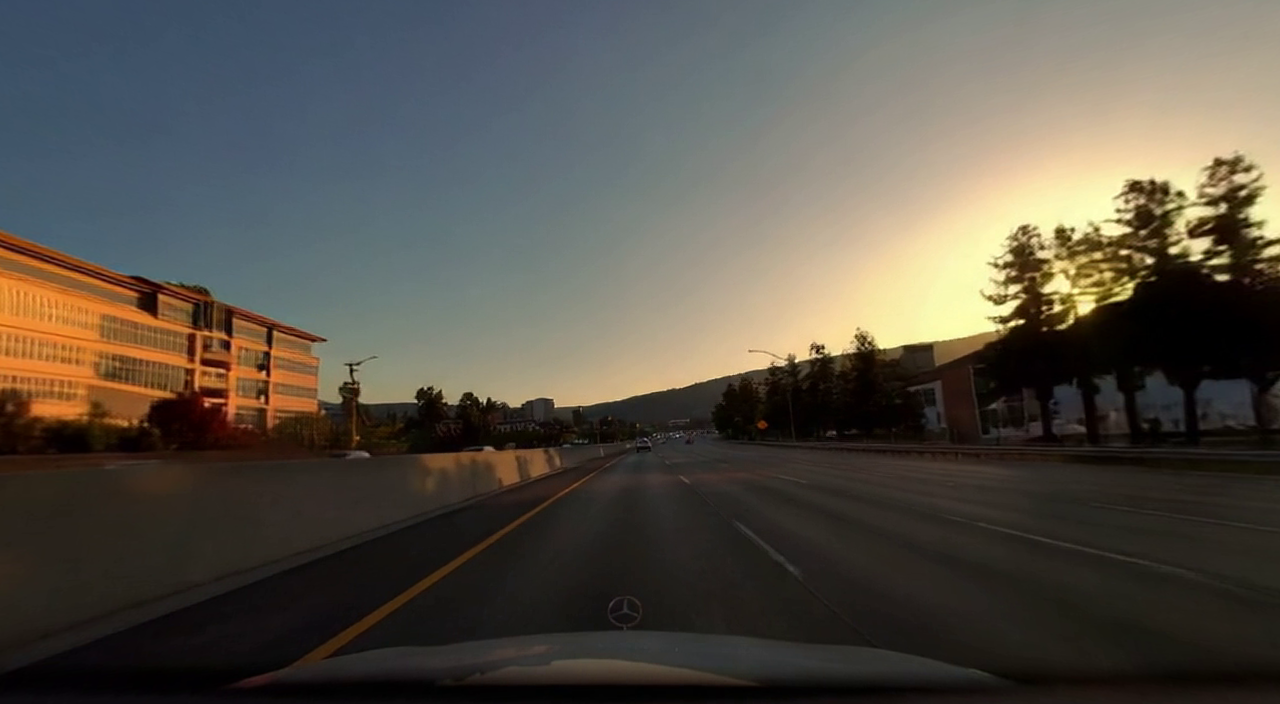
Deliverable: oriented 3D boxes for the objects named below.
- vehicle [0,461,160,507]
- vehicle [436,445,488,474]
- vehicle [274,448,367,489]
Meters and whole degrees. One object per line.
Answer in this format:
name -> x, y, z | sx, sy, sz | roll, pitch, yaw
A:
vehicle -> -21.760, 5.114, 24.835 | 1.920, 1.486, 4.746 | 0, -8, 1
vehicle -> -10.413, 6.297, 37.216 | 1.853, 1.614, 4.047 | 0, -8, 1
vehicle -> -14.345, 5.216, 28.638 | 1.900, 1.675, 4.302 | 0, -8, 1
